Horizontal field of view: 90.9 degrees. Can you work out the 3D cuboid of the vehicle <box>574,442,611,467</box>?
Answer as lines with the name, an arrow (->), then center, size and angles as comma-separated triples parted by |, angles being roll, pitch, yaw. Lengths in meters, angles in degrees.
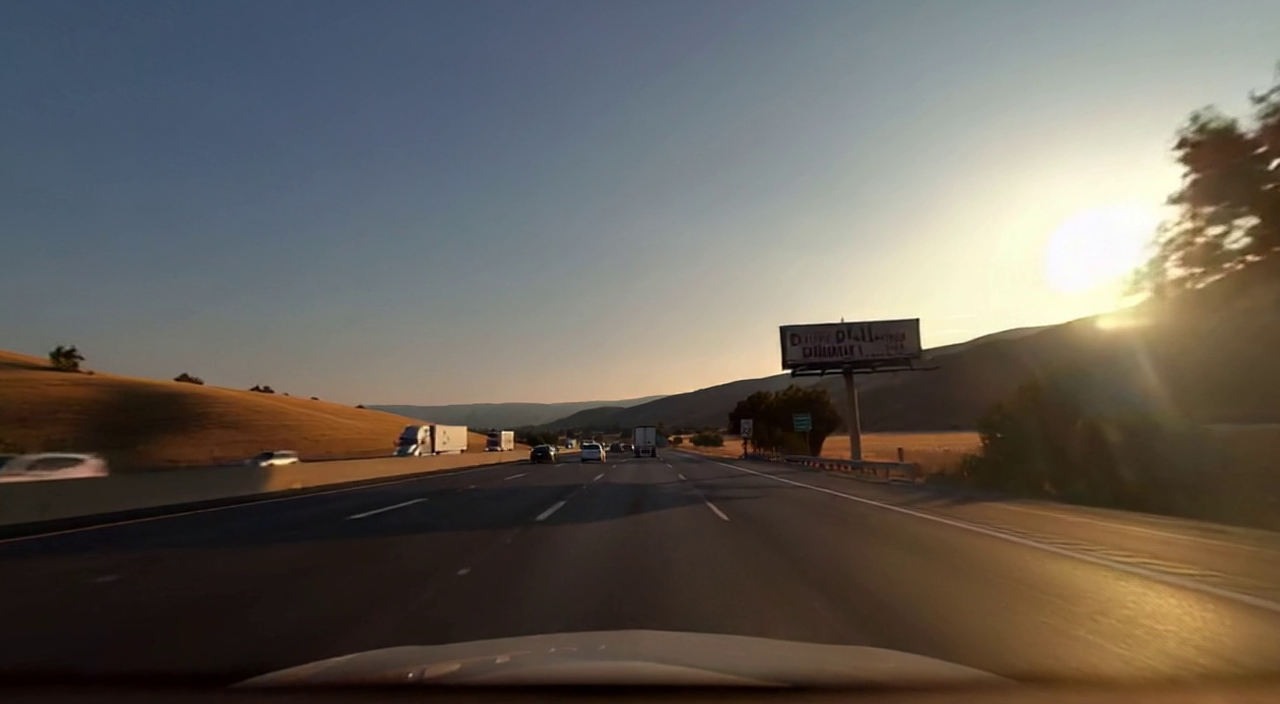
vehicle -> -3.042, 6.712, 41.429 | 2.042, 1.532, 4.396 | 0, -8, 0

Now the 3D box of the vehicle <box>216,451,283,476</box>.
vehicle -> -28.834, 8.215, 46.761 | 1.993, 1.710, 4.553 | 0, -8, 0

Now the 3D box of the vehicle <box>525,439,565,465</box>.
vehicle -> -6.640, 7.042, 44.590 | 2.062, 1.708, 4.458 | 0, -8, 2

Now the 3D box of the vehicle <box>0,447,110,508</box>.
vehicle -> -17.241, 3.320, 16.844 | 1.949, 1.507, 4.826 | 0, -8, 1
